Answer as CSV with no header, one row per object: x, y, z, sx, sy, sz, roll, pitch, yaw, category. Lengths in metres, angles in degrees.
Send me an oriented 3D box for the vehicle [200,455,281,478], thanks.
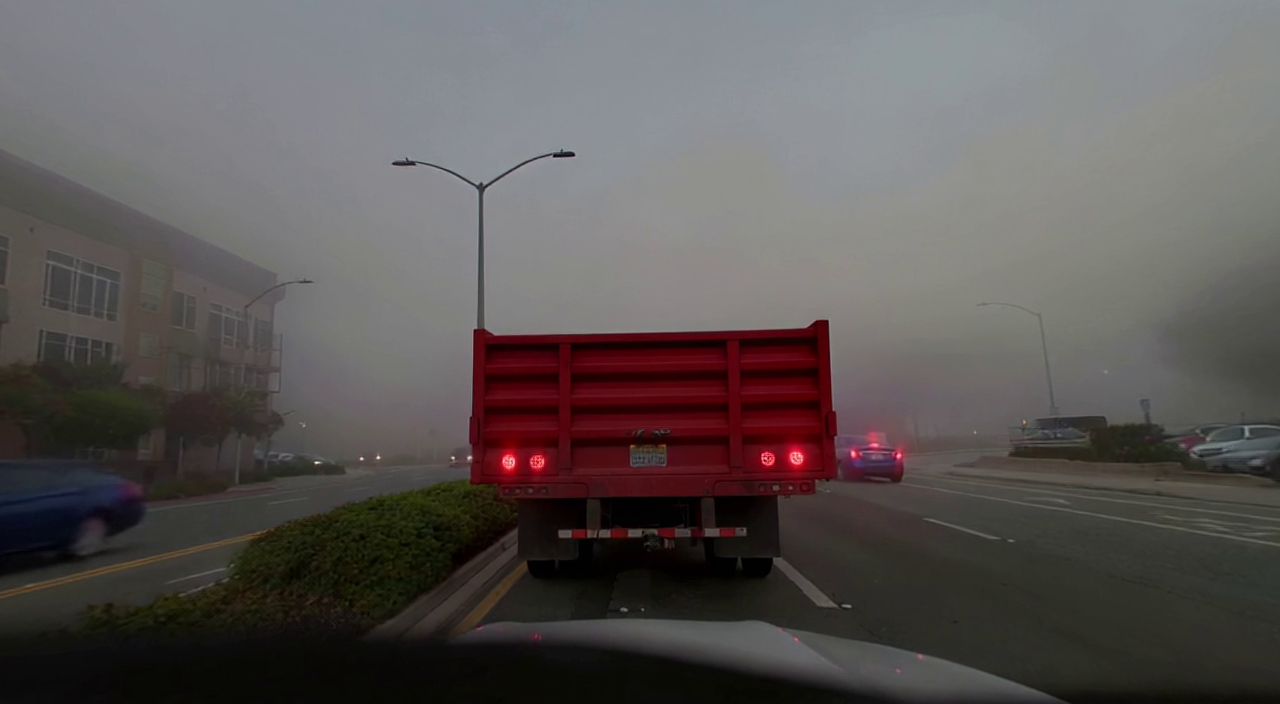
-27.806,7.962,43.955,4.409,1.446,1.862,-1,-8,5,vehicle

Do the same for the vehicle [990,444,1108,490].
14.289,4.000,22.305,1.702,1.475,3.670,-1,-8,1,vehicle

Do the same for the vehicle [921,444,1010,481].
14.170,4.801,27.725,1.777,1.488,4.081,-1,-8,1,vehicle

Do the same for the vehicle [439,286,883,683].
0.266,1.284,7.400,2.650,2.391,7.008,-1,-8,3,vehicle

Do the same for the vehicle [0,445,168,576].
-8.335,1.850,7.392,2.006,1.479,4.643,0,-8,0,vehicle

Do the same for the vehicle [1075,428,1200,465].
23.121,4.391,29.439,4.171,1.614,1.894,-1,-8,1,vehicle
